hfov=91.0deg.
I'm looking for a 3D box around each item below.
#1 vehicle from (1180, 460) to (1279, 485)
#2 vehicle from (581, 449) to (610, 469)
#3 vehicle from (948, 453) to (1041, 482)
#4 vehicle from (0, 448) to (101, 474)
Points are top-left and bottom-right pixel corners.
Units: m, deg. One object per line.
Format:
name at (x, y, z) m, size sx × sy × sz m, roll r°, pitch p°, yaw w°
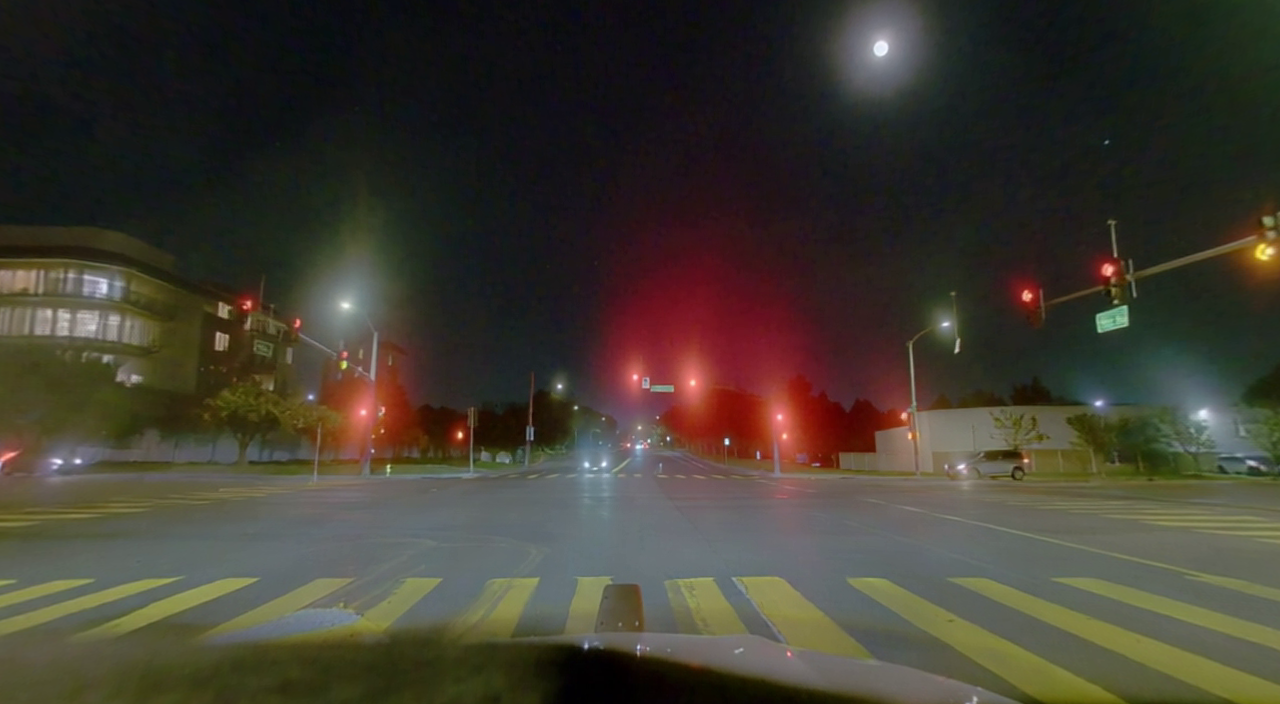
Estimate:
vehicle at (36.246, 7.310, 38.281) m, size 4.976 × 1.428 × 1.929 m, roll 0°, pitch -9°, yaw -2°
vehicle at (-3.417, 8.364, 49.204) m, size 1.908 × 1.441 × 4.142 m, roll 0°, pitch -8°, yaw 1°
vehicle at (21.121, 6.867, 37.580) m, size 4.447 × 1.623 × 1.801 m, roll 0°, pitch -9°, yaw -3°
vehicle at (-35.110, 6.430, 37.205) m, size 4.741 × 1.447 × 1.807 m, roll 0°, pitch -9°, yaw 0°
